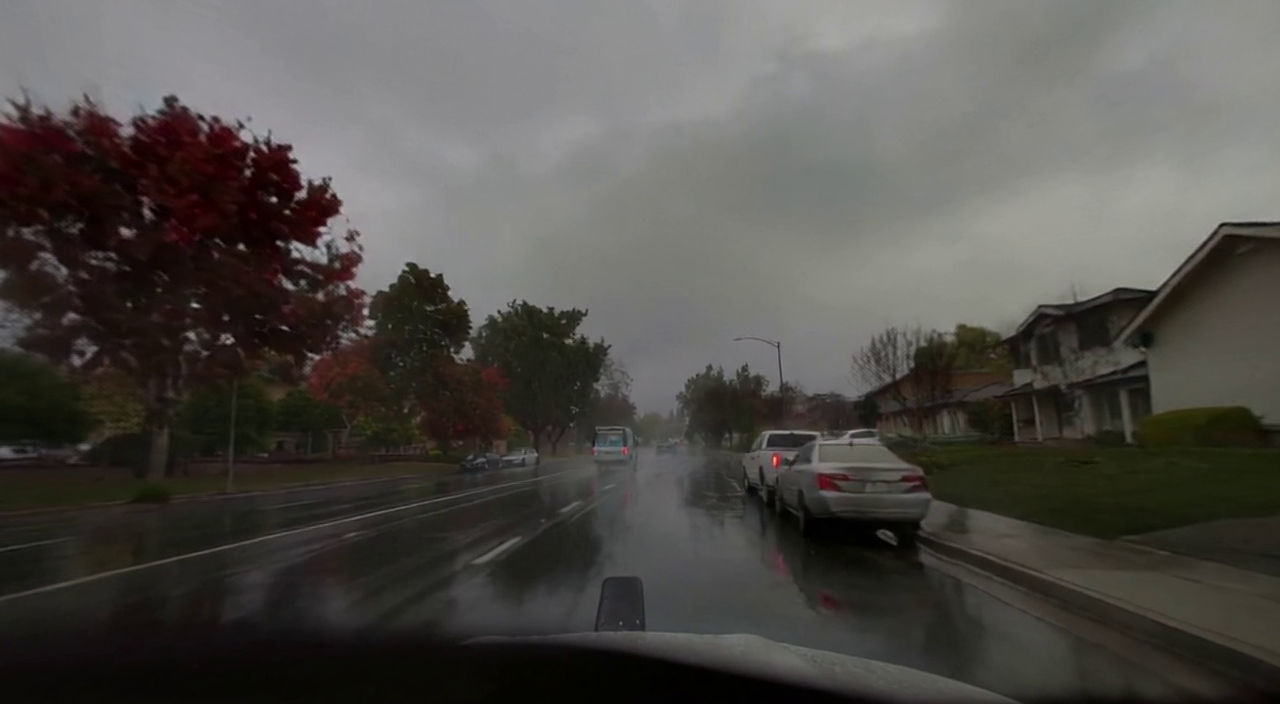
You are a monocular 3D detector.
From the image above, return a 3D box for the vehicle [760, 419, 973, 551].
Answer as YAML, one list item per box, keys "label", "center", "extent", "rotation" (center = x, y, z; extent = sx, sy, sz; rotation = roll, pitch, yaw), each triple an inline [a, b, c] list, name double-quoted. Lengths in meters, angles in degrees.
- label: "vehicle"
  center: [3.292, 2.027, 10.300]
  extent: [2.040, 1.643, 4.446]
  rotation: [-1, -9, 3]

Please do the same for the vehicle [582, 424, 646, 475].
- label: "vehicle"
  center: [-1.082, 4.463, 29.015]
  extent: [2.085, 2.084, 5.133]
  rotation: [-1, -9, 7]
